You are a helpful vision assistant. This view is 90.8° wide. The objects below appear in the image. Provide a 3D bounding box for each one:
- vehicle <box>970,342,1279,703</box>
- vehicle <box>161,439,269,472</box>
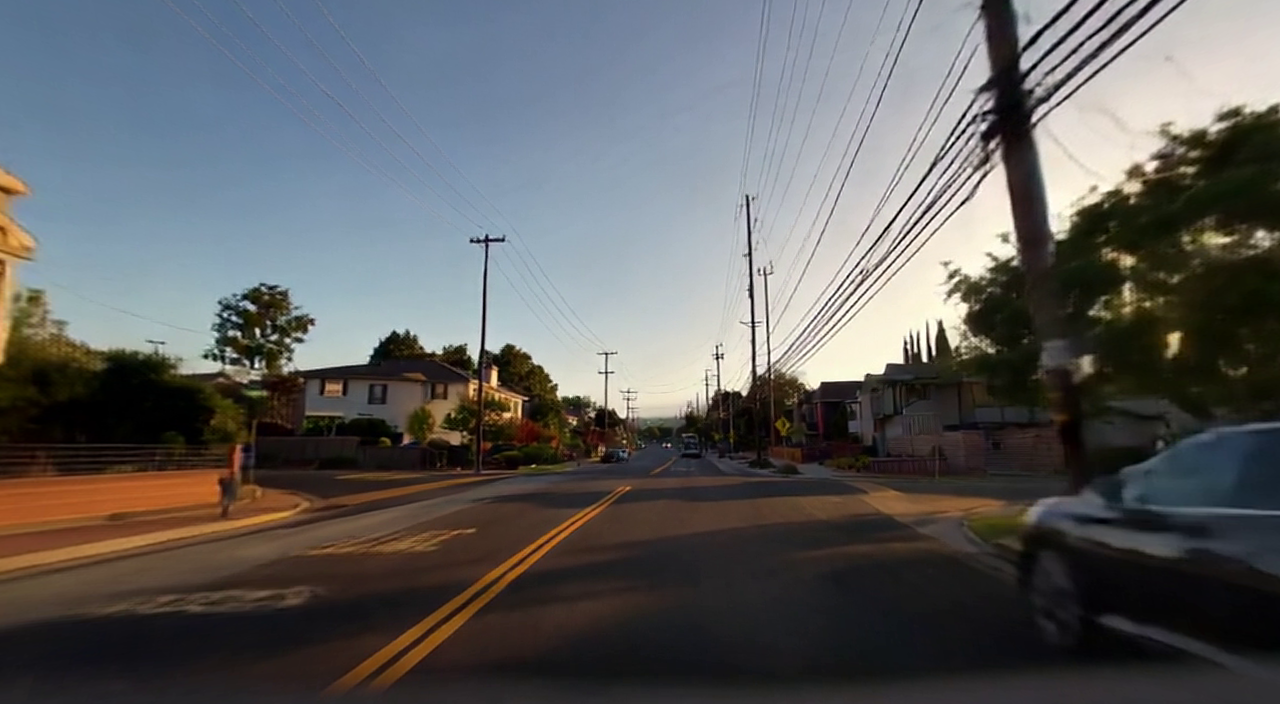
[{"bbox_3d":[3.852,0.954,3.191,2.070,1.847,4.457,0,-8,2],"label":"vehicle"},{"bbox_3d":[-21.077,5.139,31.424,3.918,1.577,1.972,0,-8,1],"label":"vehicle"}]
